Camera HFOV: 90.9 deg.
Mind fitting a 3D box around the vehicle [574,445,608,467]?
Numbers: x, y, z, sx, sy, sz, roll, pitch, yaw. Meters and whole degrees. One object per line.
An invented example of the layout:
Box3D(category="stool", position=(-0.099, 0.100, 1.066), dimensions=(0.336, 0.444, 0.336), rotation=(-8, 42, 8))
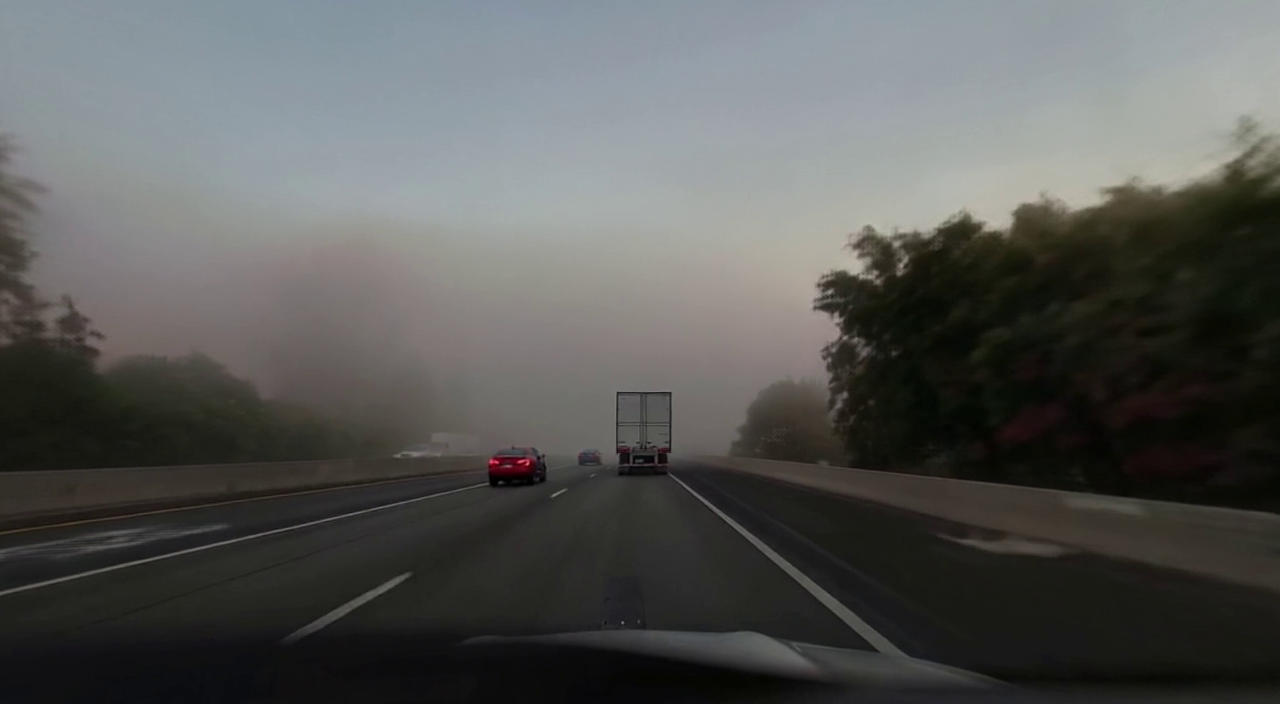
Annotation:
Box3D(category="vehicle", position=(-3.674, 7.909, 47.955), dimensions=(2.074, 1.546, 4.946), rotation=(0, -9, 1))

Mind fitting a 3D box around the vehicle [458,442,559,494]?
Box3D(category="vehicle", position=(-4.125, 3.756, 20.760), dimensions=(2.206, 1.478, 4.824), rotation=(0, -9, 1))

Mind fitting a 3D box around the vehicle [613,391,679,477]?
Box3D(category="vehicle", position=(0.203, 4.433, 33.136), dimensions=(2.959, 3.828, 9.617), rotation=(0, -9, -1))
